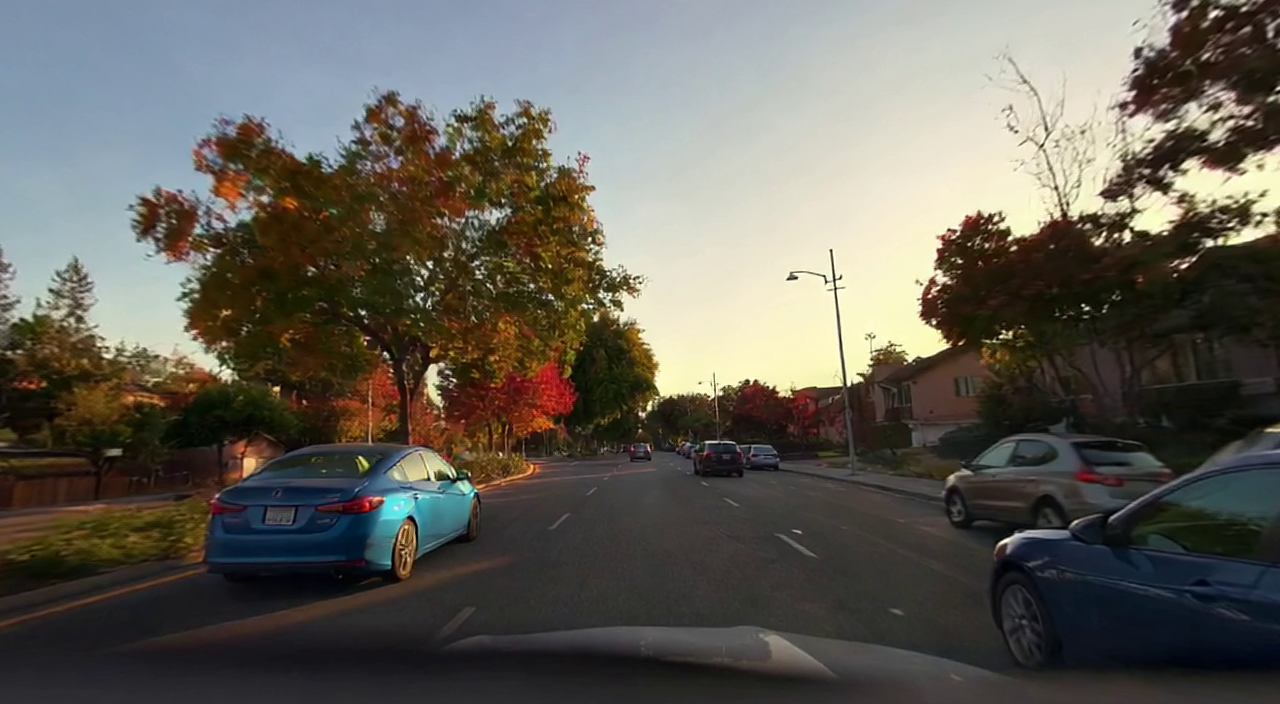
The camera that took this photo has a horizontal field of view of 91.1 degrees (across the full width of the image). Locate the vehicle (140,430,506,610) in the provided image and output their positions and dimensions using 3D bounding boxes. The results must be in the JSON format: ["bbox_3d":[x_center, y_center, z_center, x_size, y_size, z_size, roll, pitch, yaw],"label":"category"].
[{"bbox_3d":[-3.140,1.739,7.573,1.997,1.479,4.547,0,-8,1],"label":"vehicle"}]

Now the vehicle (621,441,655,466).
[{"bbox_3d":[-0.122,7.145,44.286,2.293,1.662,4.262,0,-8,0],"label":"vehicle"}]

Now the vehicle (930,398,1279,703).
[{"bbox_3d":[3.223,0.946,2.434,2.060,1.474,4.475,0,-8,0],"label":"vehicle"}]

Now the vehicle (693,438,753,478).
[{"bbox_3d":[3.630,4.736,28.363,2.019,1.675,4.488,0,-8,-1],"label":"vehicle"}]

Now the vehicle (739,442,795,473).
[{"bbox_3d":[7.186,5.995,35.944,2.114,1.628,4.932,0,-8,-1],"label":"vehicle"}]
